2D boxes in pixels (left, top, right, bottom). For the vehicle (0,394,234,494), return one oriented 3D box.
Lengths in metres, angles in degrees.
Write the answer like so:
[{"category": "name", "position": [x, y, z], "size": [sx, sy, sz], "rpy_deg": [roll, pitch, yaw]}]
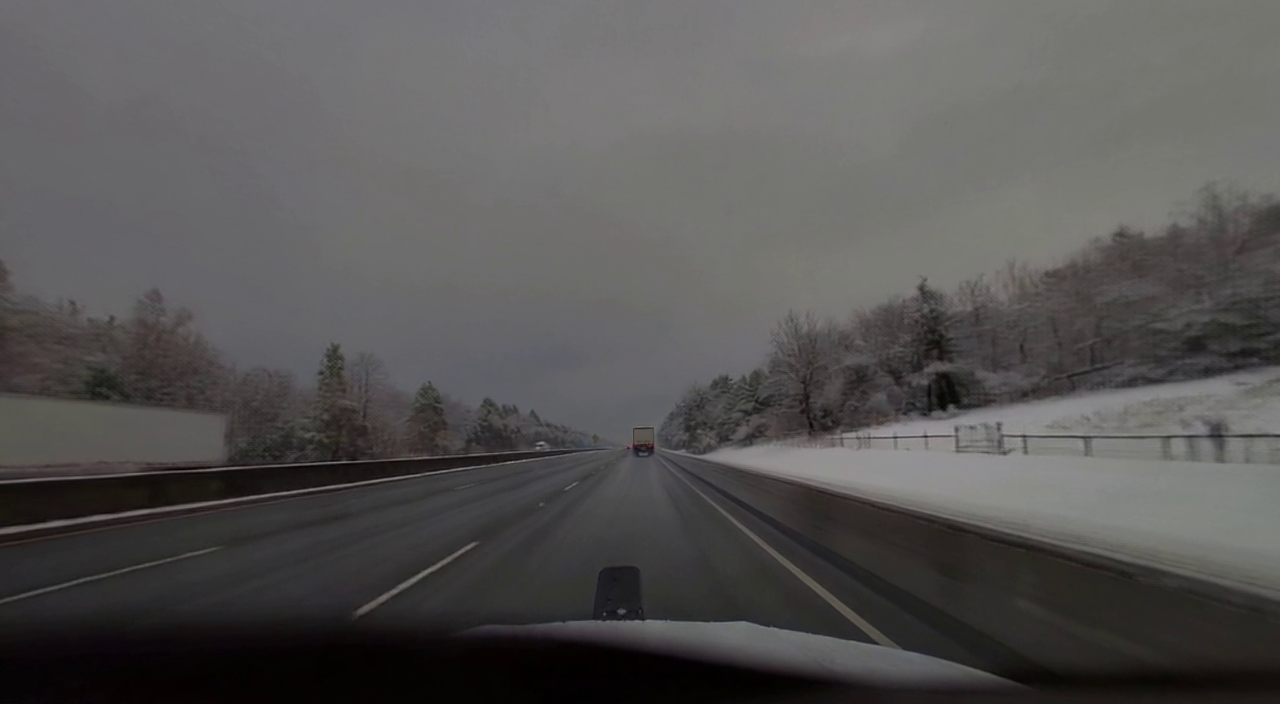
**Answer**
[{"category": "vehicle", "position": [-24.581, 4.294, 29.031], "size": [3.175, 3.558, 12.876], "rpy_deg": [-1, -9, 0]}]
